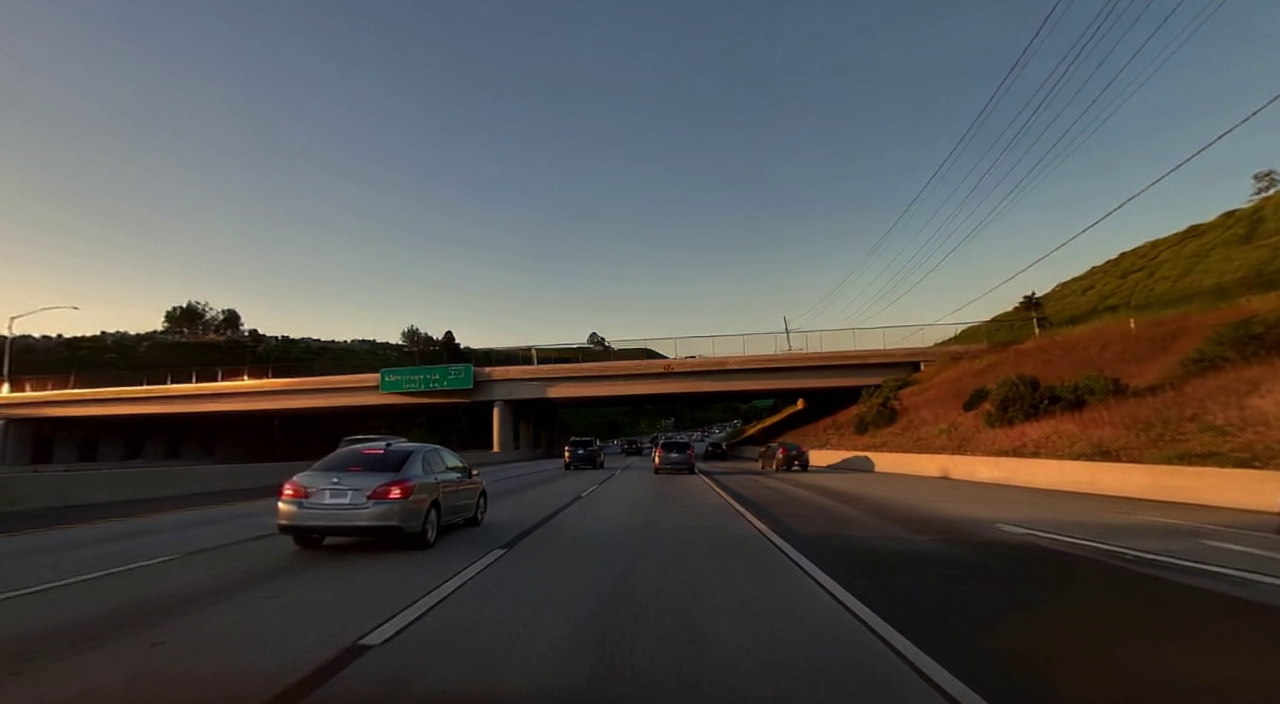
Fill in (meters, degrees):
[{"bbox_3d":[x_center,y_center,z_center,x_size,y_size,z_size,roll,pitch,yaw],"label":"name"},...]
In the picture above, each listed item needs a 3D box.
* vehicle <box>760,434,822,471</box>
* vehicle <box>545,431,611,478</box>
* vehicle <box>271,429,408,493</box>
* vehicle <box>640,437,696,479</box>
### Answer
[{"bbox_3d":[8.528,5.736,36.063,2.059,1.938,4.793,0,-8,-4],"label":"vehicle"},{"bbox_3d":[-2.631,4.515,27.998,2.228,1.845,4.847,-1,-8,2],"label":"vehicle"},{"bbox_3d":[-8.944,3.284,19.336,2.062,1.702,4.587,0,-8,-2],"label":"vehicle"},{"bbox_3d":[1.137,4.467,26.803,2.193,1.651,3.946,0,-8,1],"label":"vehicle"}]
